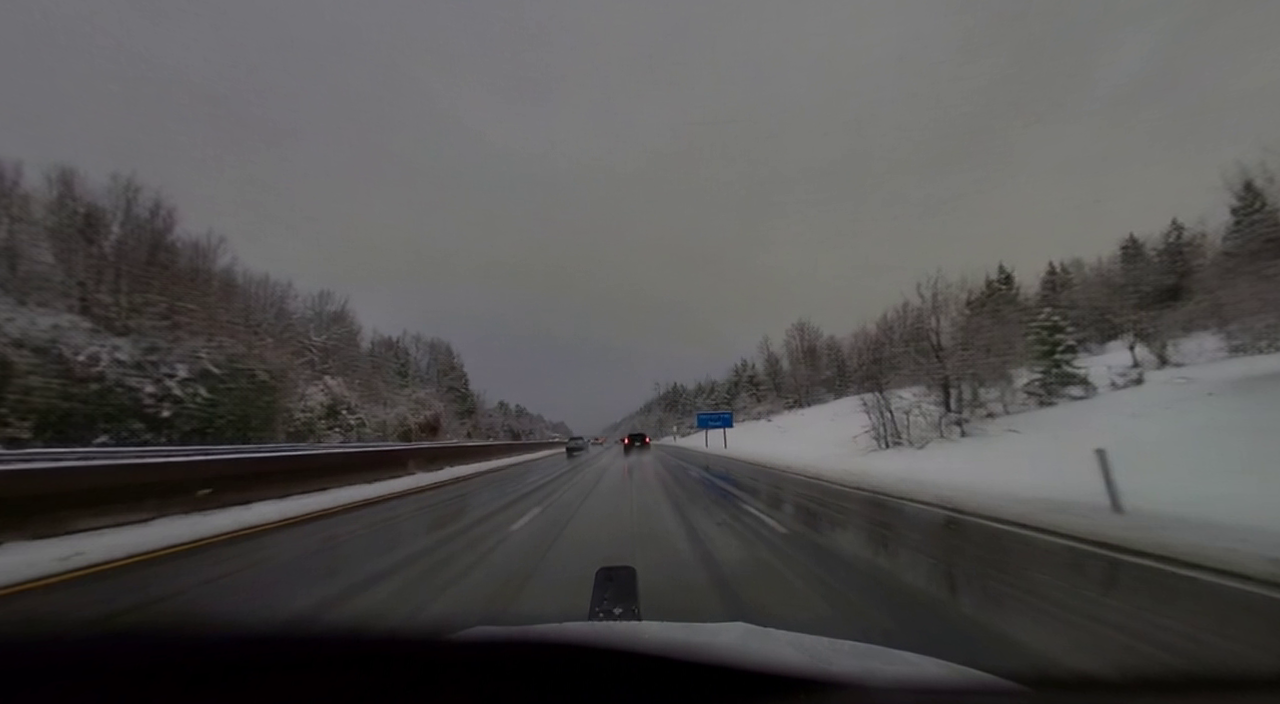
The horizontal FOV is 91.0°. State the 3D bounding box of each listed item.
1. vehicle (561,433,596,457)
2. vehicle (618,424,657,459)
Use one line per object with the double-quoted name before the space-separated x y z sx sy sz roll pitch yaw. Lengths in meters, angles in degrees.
"vehicle" -4.210 6.445 43.759 2.062 1.567 4.117 0 -8 -1
"vehicle" -0.210 5.308 37.329 2.223 1.957 4.416 0 -8 -2
